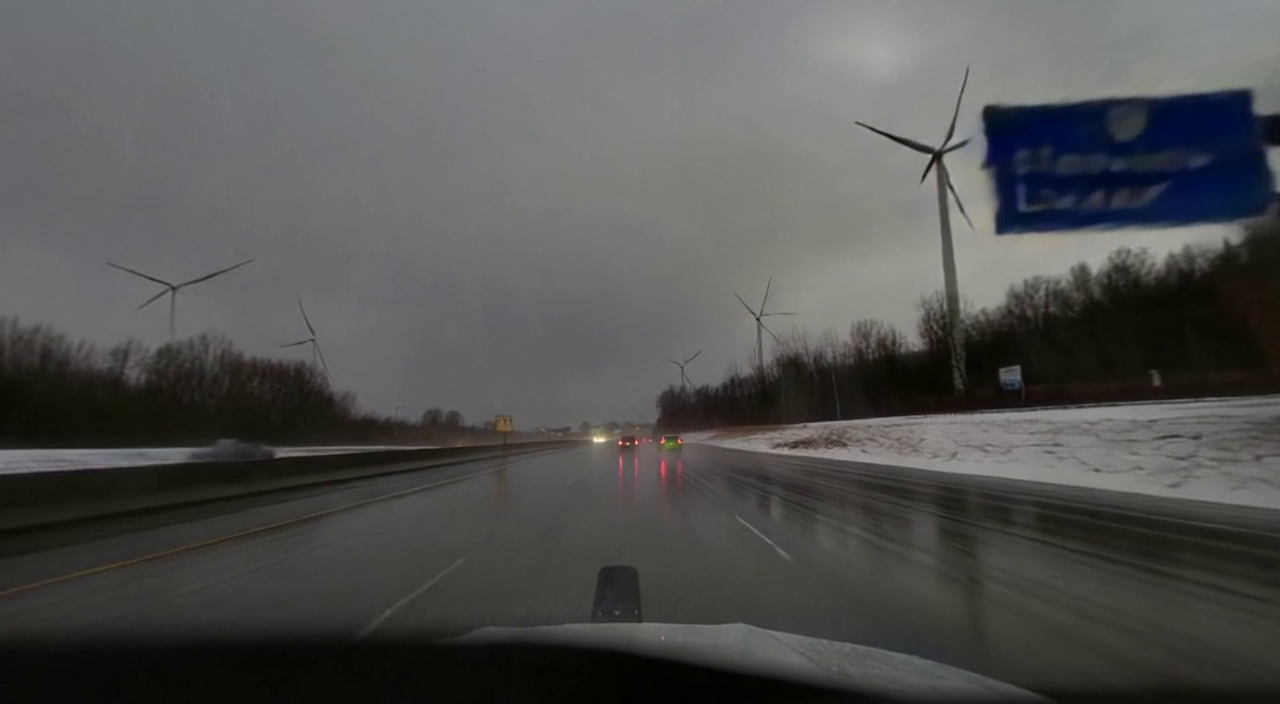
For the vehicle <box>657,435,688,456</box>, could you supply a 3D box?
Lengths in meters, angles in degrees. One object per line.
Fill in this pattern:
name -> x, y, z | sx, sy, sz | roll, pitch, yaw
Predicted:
vehicle -> 2.460, 7.254, 49.031 | 2.041, 1.551, 3.974 | 0, -8, -2
